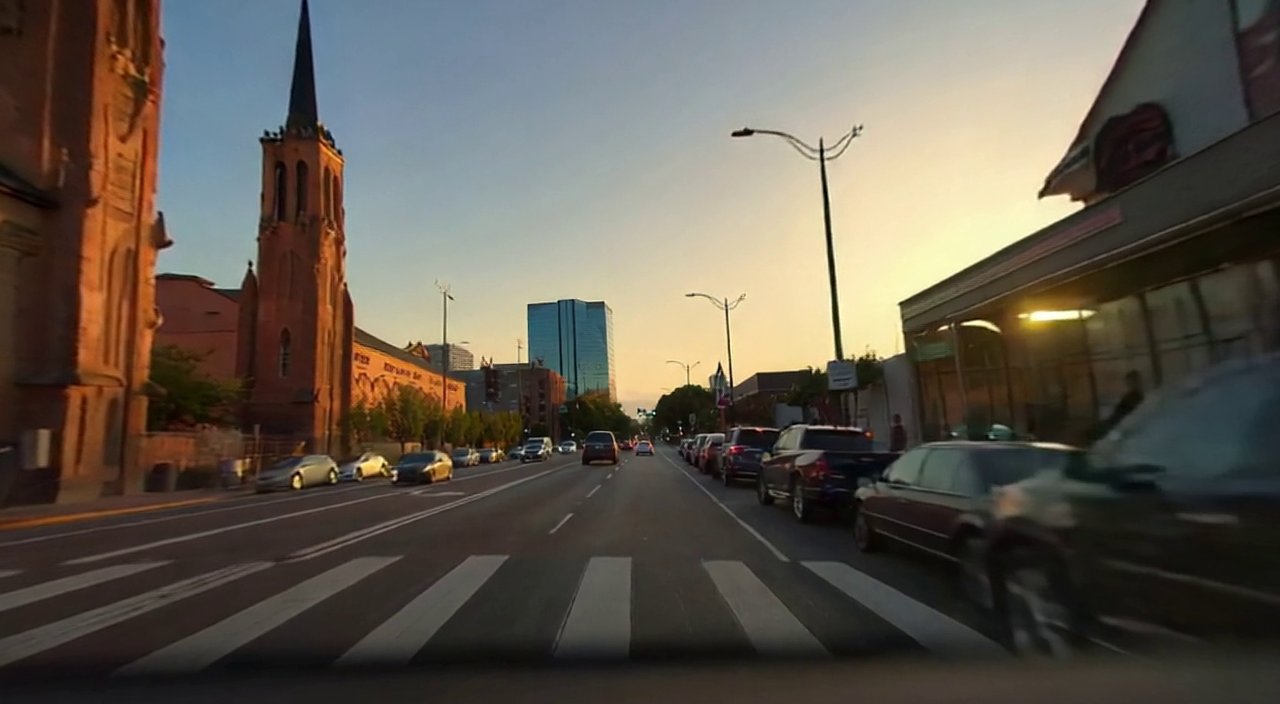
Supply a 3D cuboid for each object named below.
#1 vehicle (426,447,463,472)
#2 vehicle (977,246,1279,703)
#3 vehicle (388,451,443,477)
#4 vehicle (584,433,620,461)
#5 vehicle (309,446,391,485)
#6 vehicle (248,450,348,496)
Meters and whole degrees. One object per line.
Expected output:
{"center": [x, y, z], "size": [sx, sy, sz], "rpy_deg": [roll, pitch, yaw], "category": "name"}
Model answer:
{"center": [-15.178, 8.374, 49.273], "size": [1.751, 1.865, 3.735], "rpy_deg": [0, -9, -1], "category": "vehicle"}
{"center": [3.121, 0.618, 1.468], "size": [2.074, 2.041, 5.045], "rpy_deg": [1, -8, 2], "category": "vehicle"}
{"center": [-15.193, 7.608, 43.084], "size": [2.076, 1.672, 4.499], "rpy_deg": [0, -9, 0], "category": "vehicle"}
{"center": [-2.742, 7.049, 46.895], "size": [2.293, 1.936, 4.737], "rpy_deg": [0, -9, 1], "category": "vehicle"}
{"center": [-15.237, 5.988, 33.540], "size": [2.014, 1.846, 4.920], "rpy_deg": [0, -9, -1], "category": "vehicle"}
{"center": [-14.940, 5.271, 27.932], "size": [1.978, 1.819, 4.477], "rpy_deg": [0, -9, -2], "category": "vehicle"}
